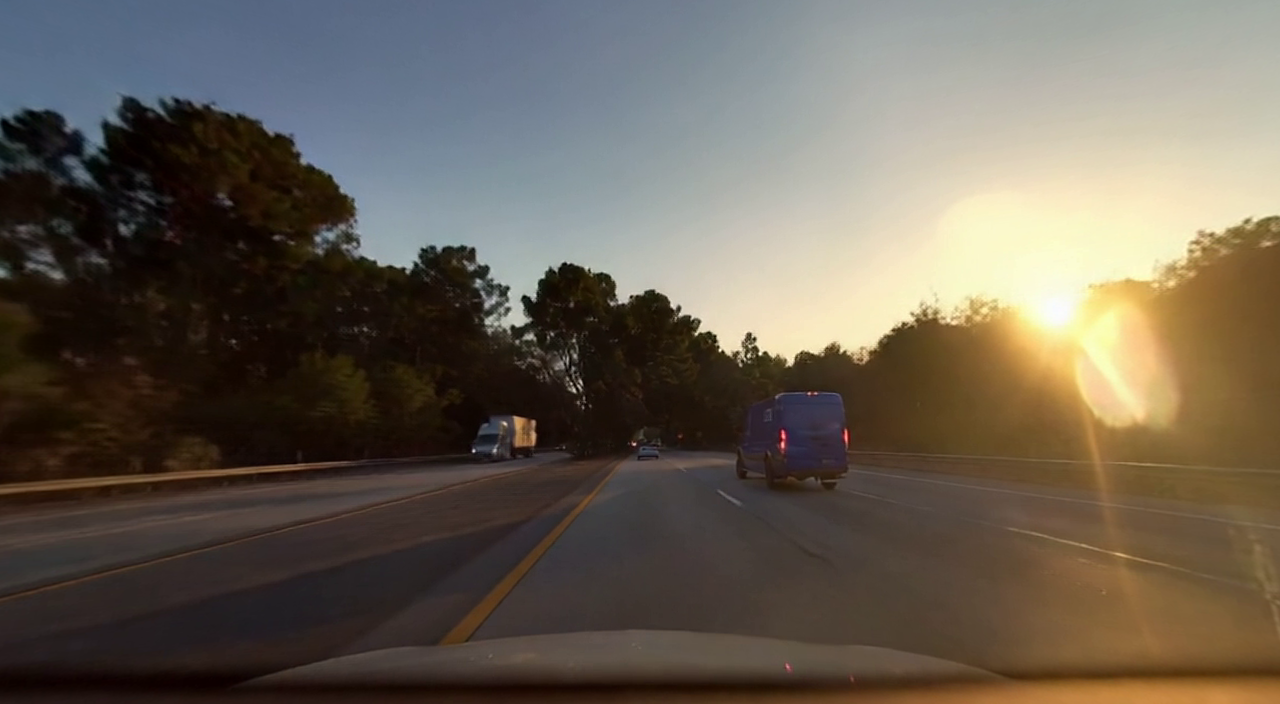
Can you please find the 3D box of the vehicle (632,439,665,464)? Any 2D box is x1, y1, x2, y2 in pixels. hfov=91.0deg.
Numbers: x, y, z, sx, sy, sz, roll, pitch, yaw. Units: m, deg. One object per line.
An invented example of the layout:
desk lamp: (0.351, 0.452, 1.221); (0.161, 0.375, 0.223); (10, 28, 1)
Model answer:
vehicle: (0.619, 6.780, 42.848); (2.121, 1.590, 4.434); (0, -8, 1)

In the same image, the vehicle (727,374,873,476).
vehicle: (7.722, 4.214, 34.316); (3.479, 4.156, 17.231); (0, -8, 0)
